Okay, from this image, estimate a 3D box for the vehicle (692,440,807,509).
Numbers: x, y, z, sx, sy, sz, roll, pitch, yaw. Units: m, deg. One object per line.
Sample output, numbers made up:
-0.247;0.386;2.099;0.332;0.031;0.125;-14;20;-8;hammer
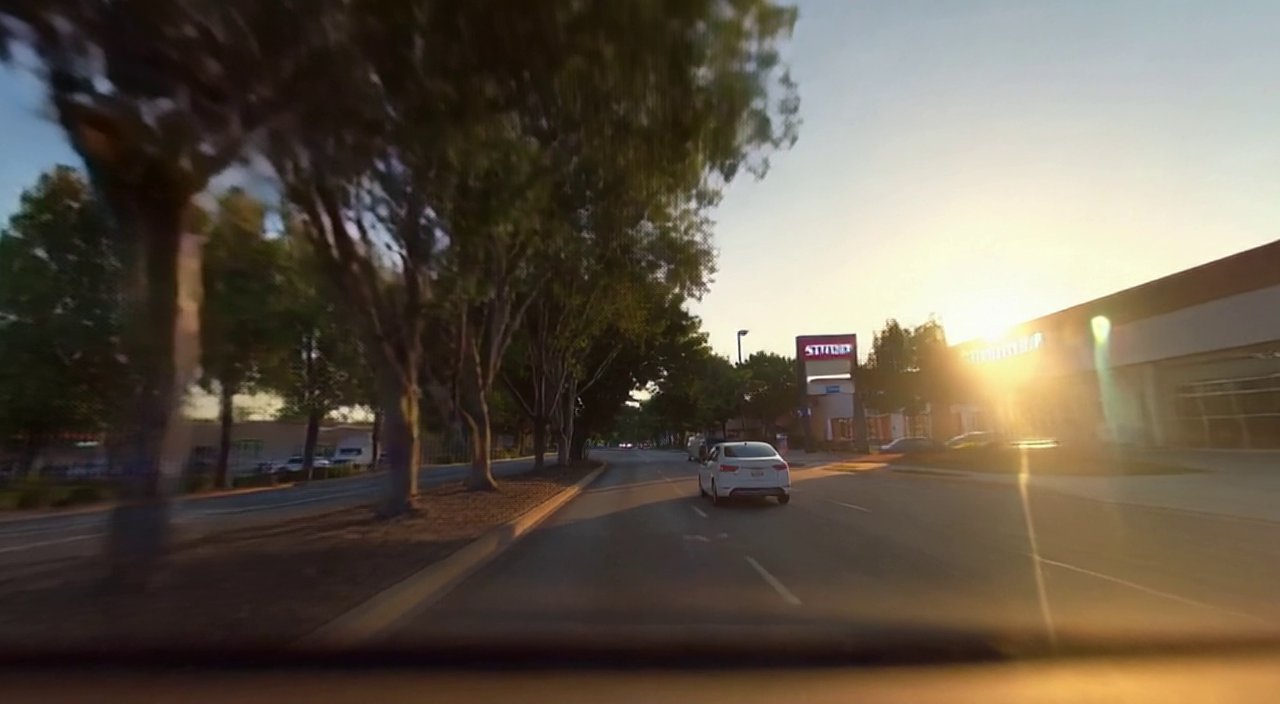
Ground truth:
2.566;2.997;15.937;2.015;1.479;4.444;0;-9;-1;vehicle
